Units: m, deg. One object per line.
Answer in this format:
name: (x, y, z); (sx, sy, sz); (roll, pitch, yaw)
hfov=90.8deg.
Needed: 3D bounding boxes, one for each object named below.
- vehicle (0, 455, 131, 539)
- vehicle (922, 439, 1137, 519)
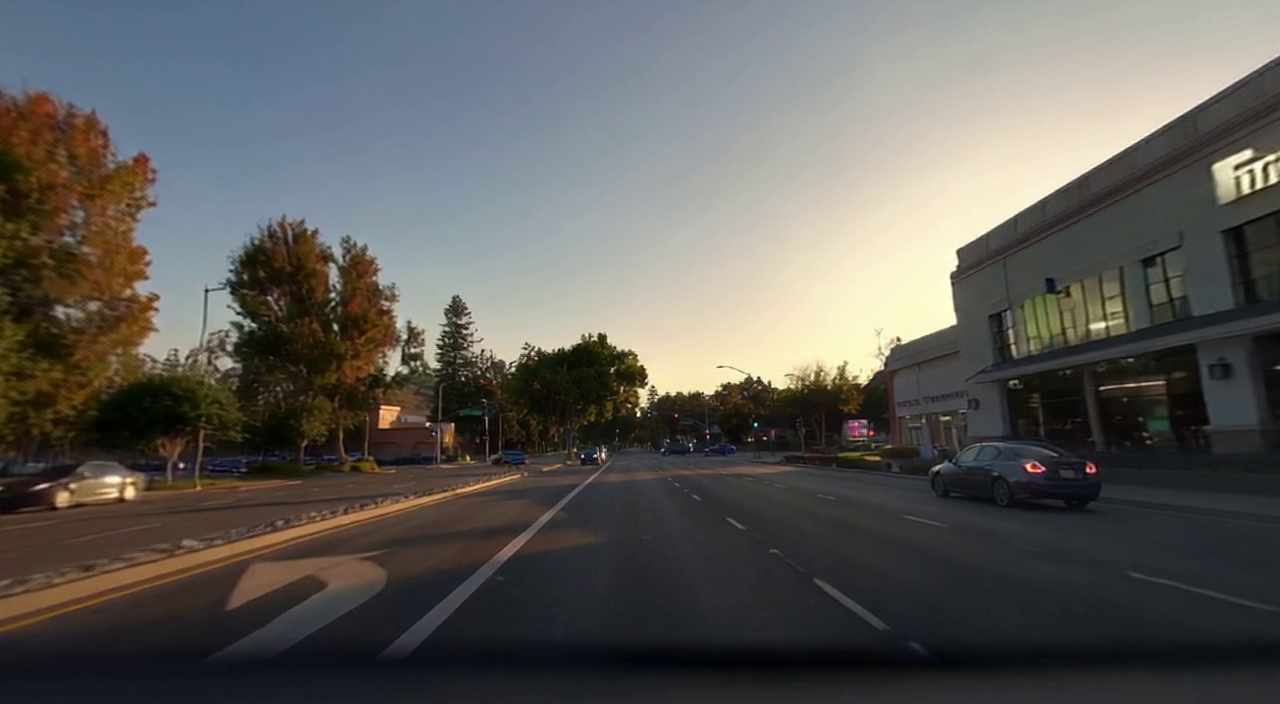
vehicle: (-12.851, 3.133, 14.344); (1.857, 1.494, 4.523); (6, -11, -38)
vehicle: (8.193, 2.676, 13.880); (1.936, 1.460, 4.258); (0, -8, -1)
